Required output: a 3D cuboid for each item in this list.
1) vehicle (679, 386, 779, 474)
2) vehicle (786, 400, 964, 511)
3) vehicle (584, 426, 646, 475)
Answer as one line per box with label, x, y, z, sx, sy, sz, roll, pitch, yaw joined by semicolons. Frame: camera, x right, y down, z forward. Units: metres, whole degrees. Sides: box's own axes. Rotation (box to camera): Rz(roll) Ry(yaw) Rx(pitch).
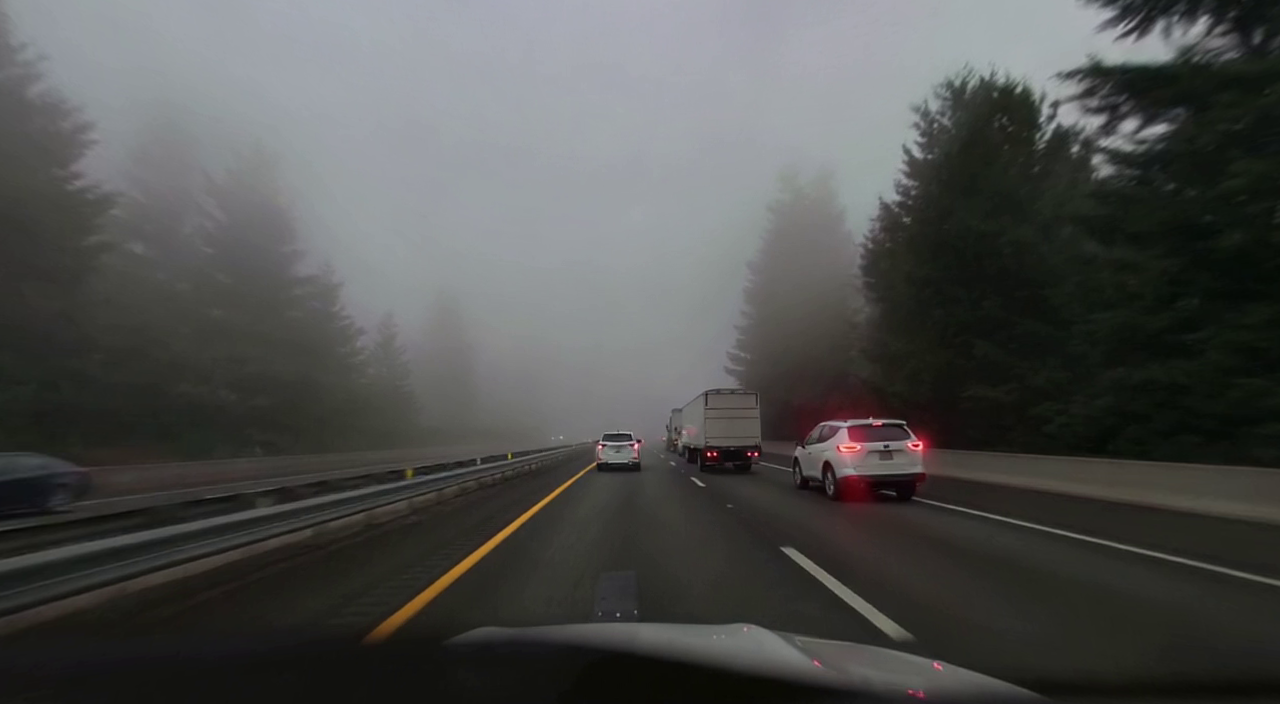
vehicle;3.336;3.260;26.121;2.723;3.027;8.478;0;-8;-1
vehicle;4.525;2.039;12.902;2.011;1.905;3.905;0;-8;-2
vehicle;-0.850;3.562;23.168;2.082;1.638;4.055;0;-8;0
